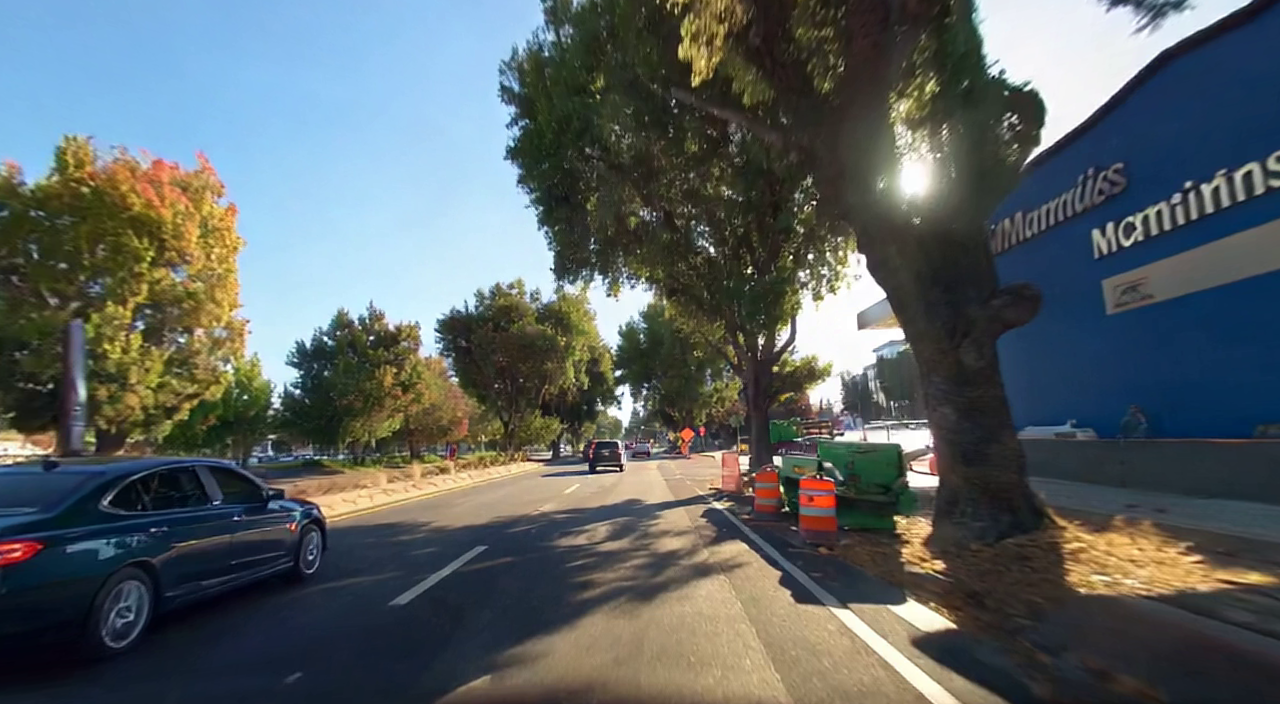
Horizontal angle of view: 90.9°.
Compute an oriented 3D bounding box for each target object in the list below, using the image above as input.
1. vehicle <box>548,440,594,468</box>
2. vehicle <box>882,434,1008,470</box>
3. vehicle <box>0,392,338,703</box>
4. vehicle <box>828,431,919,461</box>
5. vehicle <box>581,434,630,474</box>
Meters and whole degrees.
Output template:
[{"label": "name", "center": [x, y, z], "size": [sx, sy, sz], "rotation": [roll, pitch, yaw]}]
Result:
[{"label": "vehicle", "center": [-3.833, 5.800, 35.922], "size": [2.107, 1.482, 4.674], "rotation": [0, -8, 0]}, {"label": "vehicle", "center": [13.400, 4.423, 28.015], "size": [4.835, 1.458, 1.934], "rotation": [-3, -9, 22]}, {"label": "vehicle", "center": [-3.903, 1.158, 4.228], "size": [1.856, 1.540, 3.733], "rotation": [0, -8, 0]}, {"label": "vehicle", "center": [13.870, 5.567, 37.416], "size": [4.804, 1.695, 2.055], "rotation": [-4, -9, 25]}, {"label": "vehicle", "center": [-1.624, 4.584, 28.530], "size": [2.038, 1.682, 4.399], "rotation": [1, -9, -5]}]
